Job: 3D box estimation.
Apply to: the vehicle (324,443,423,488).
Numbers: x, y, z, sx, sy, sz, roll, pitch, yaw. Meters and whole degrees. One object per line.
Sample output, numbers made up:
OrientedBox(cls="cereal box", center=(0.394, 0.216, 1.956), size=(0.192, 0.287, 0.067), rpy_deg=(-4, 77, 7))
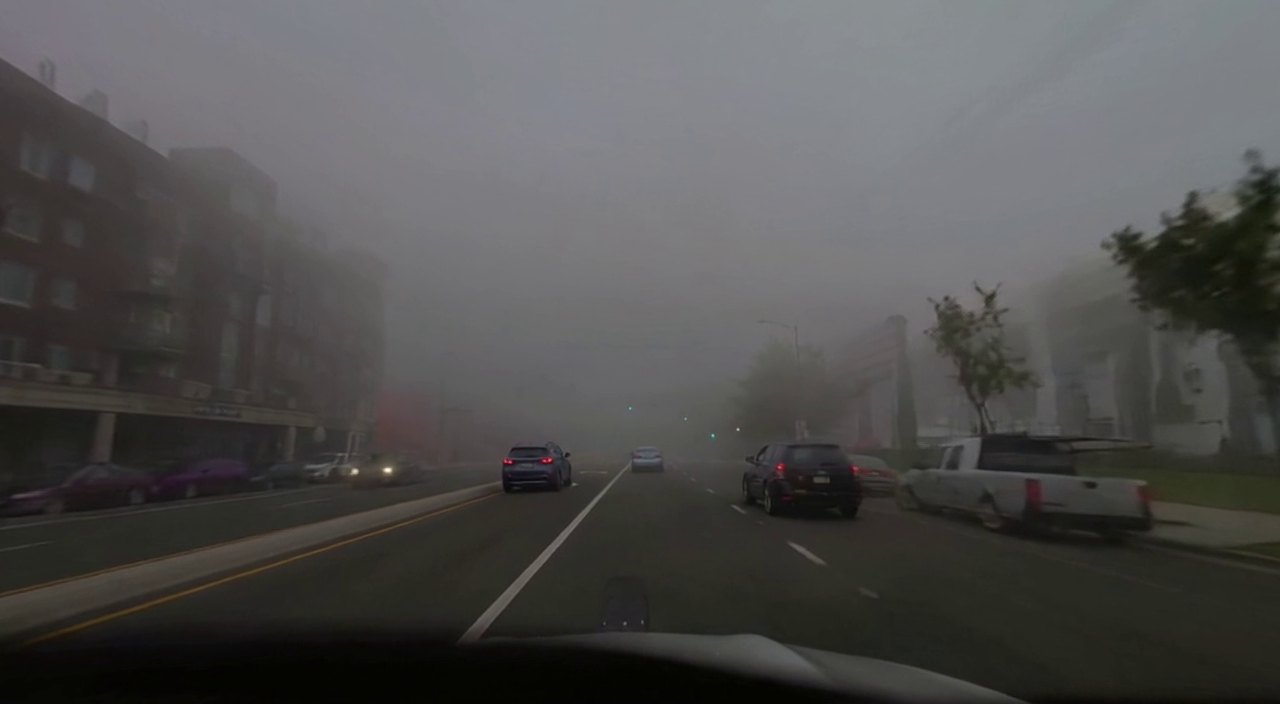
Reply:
OrientedBox(cls="vehicle", center=(-10.633, 4.531, 25.539), size=(1.951, 1.658, 4.473), rpy_deg=(0, -9, 1))

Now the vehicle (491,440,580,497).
OrientedBox(cls="vehicle", center=(-2.956, 3.403, 18.791), size=(1.860, 1.510, 4.073), rpy_deg=(0, -9, 1))

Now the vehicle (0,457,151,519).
OrientedBox(cls="vehicle", center=(-17.031, 3.910, 18.522), size=(1.854, 1.466, 4.377), rpy_deg=(-2, -8, 0))

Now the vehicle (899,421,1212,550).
OrientedBox(cls="vehicle", center=(6.921, 2.268, 11.492), size=(2.207, 1.789, 5.099), rpy_deg=(0, -9, 0))

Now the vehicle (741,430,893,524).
OrientedBox(cls="vehicle", center=(3.444, 2.501, 13.140), size=(1.987, 1.637, 3.896), rpy_deg=(0, -9, 0))

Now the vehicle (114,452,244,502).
OrientedBox(cls="vehicle", center=(-16.987, 4.573, 23.524), size=(1.825, 1.560, 4.109), rpy_deg=(-2, -8, -2))

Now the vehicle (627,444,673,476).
OrientedBox(cls="vehicle", center=(0.466, 5.278, 31.136), size=(2.103, 1.468, 4.094), rpy_deg=(0, -9, 0))
